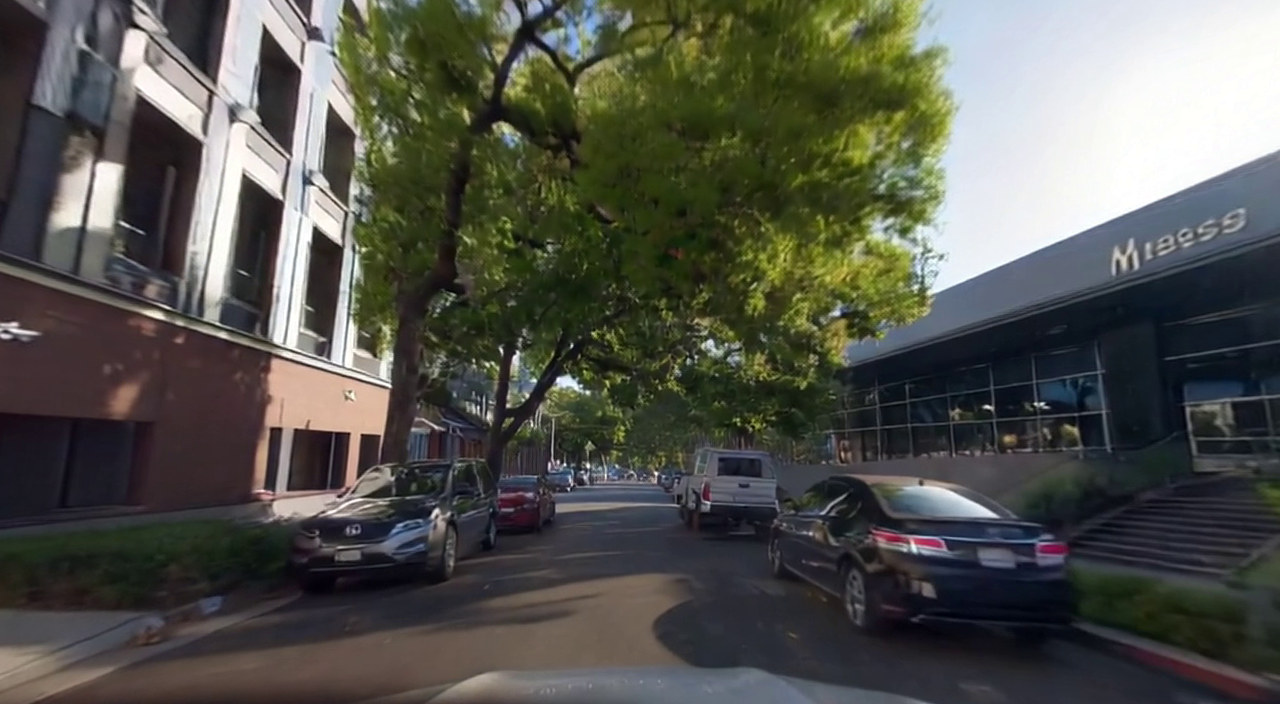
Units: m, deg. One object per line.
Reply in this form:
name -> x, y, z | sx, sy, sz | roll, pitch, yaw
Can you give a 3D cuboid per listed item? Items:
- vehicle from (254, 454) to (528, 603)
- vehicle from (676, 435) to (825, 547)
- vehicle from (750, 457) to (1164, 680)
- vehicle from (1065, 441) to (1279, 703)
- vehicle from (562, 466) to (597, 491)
vehicle -> -2.890, 2.196, 8.600 | 2.018, 1.461, 4.413 | 1, -11, -2
vehicle -> 2.146, 2.975, 13.916 | 2.242, 1.972, 4.898 | 1, -11, -2
vehicle -> 2.592, 1.919, 6.645 | 1.815, 1.479, 4.498 | 1, -11, -3
vehicle -> 2.935, 0.812, 0.724 | 1.889, 1.482, 4.118 | 1, -11, -2
vehicle -> -3.719, 7.881, 39.326 | 2.002, 1.460, 4.201 | 1, -11, -3
